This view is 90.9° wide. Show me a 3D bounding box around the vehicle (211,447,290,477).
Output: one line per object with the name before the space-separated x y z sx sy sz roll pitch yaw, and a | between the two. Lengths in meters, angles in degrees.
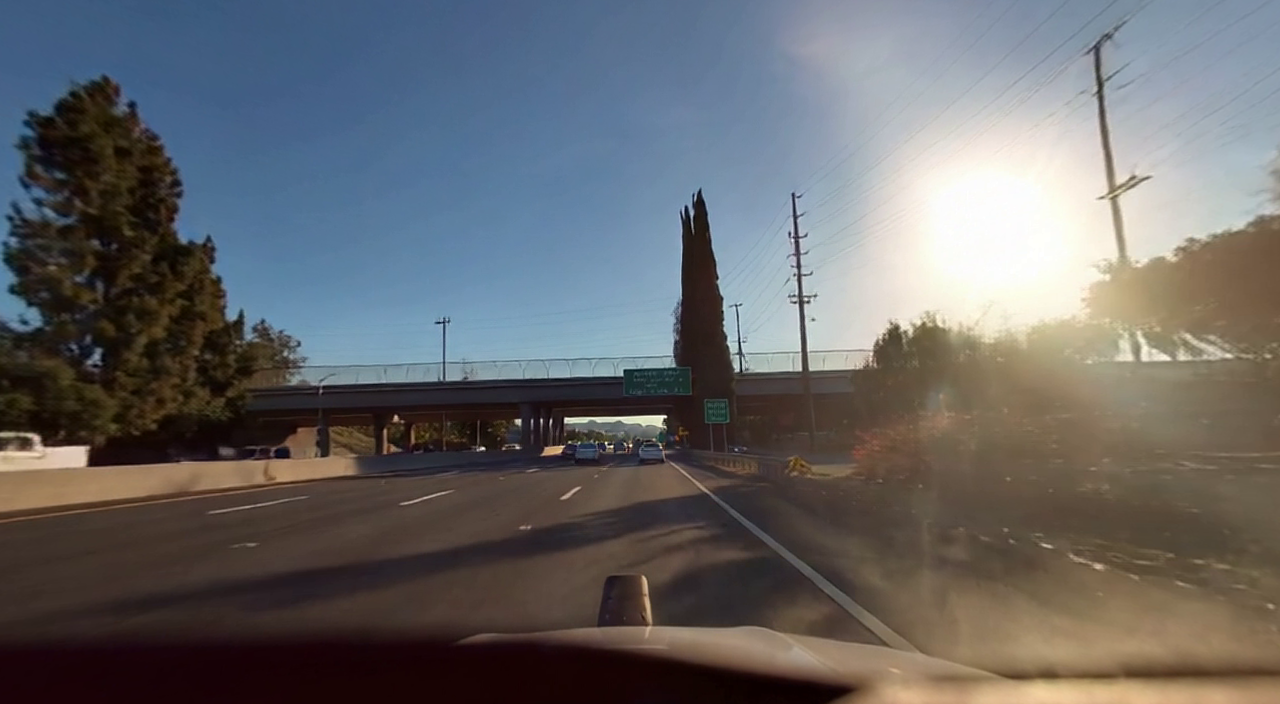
vehicle | -21.798 6.159 35.458 1.915 1.541 3.976 0 -8 -1

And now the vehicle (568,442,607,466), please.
vehicle | -3.329 6.563 40.880 2.056 1.464 4.564 0 -8 1

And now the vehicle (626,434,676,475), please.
vehicle | 0.477 4.654 28.897 2.152 1.697 4.066 0 -8 0

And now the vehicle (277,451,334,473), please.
vehicle | -25.008 8.216 47.370 1.801 1.466 4.527 0 -8 0
